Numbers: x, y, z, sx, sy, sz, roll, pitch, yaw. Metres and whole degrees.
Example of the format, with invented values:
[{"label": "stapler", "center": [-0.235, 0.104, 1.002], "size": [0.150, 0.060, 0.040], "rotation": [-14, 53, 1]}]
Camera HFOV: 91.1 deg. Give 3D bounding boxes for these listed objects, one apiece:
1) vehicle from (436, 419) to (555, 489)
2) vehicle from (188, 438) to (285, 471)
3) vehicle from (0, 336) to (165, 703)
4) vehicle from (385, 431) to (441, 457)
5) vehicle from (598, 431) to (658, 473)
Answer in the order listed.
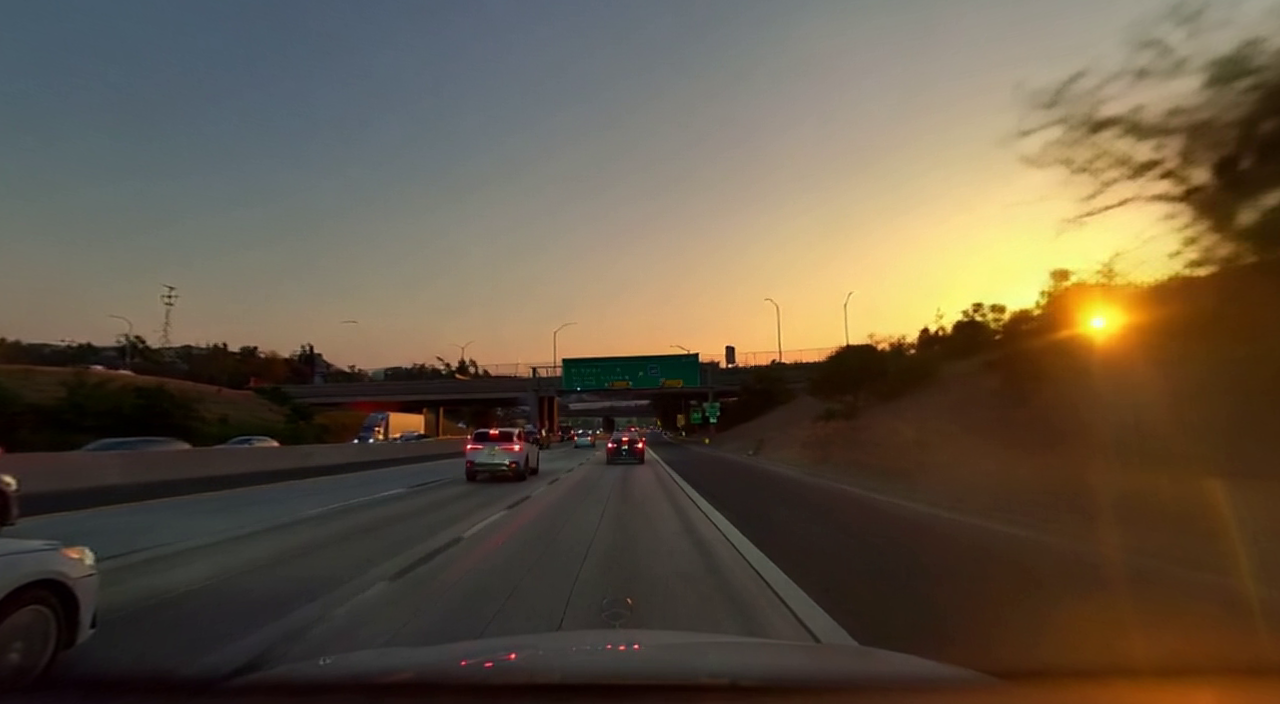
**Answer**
[{"label": "vehicle", "center": [-3.837, 2.791, 17.604], "size": [2.154, 1.690, 4.595], "rotation": [0, -8, 1]}, {"label": "vehicle", "center": [-19.732, 4.992, 30.994], "size": [1.851, 1.499, 4.500], "rotation": [0, -8, -1]}, {"label": "vehicle", "center": [-3.759, 0.617, 1.359], "size": [2.107, 1.703, 4.274], "rotation": [0, -8, 0]}, {"label": "vehicle", "center": [-15.510, 6.291, 43.231], "size": [2.078, 1.665, 4.538], "rotation": [0, -8, 0]}, {"label": "vehicle", "center": [-0.444, 3.729, 23.711], "size": [2.070, 1.452, 3.834], "rotation": [0, -8, -1]}]
